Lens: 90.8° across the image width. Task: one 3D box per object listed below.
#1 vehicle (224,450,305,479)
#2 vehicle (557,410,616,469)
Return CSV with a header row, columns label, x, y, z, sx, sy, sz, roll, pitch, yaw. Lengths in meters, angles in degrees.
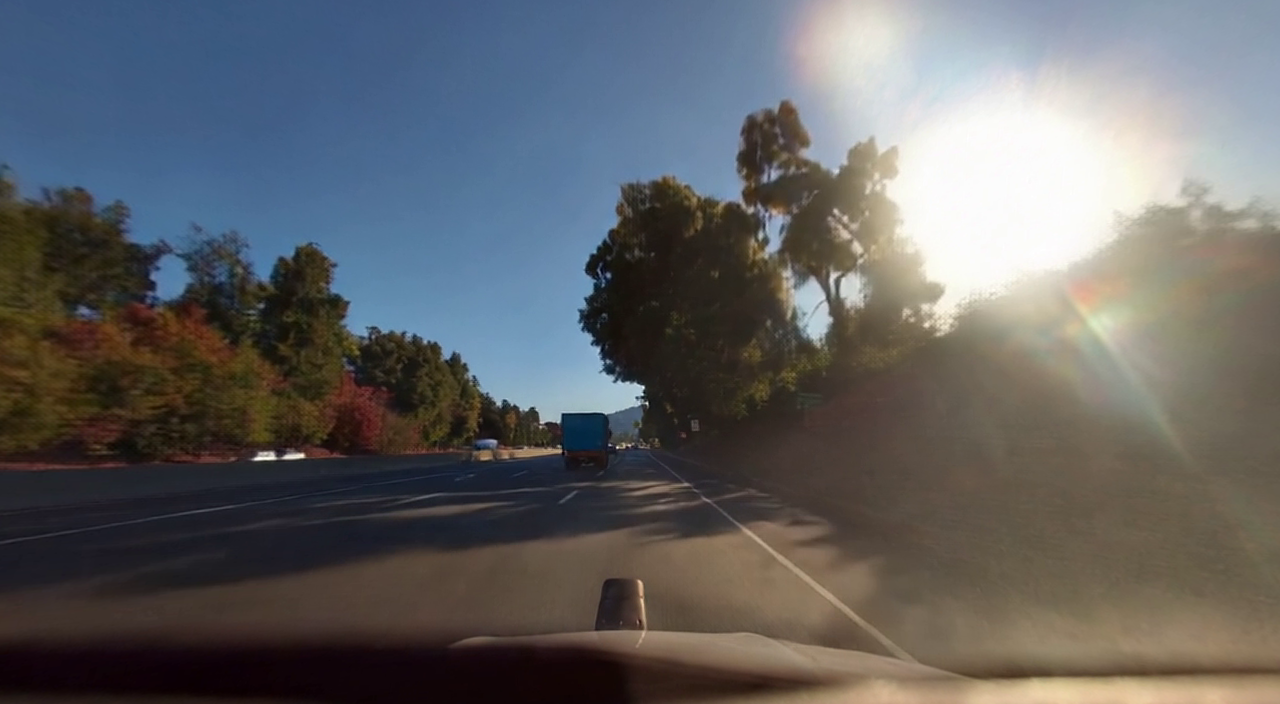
label,x,y,z,sx,sy,sz,roll,pitch,yaw
vehicle,-21.334,6.382,36.086,1.915,1.525,4.408,0,-9,0
vehicle,-3.191,5.563,39.910,2.874,3.309,8.208,0,-8,1
